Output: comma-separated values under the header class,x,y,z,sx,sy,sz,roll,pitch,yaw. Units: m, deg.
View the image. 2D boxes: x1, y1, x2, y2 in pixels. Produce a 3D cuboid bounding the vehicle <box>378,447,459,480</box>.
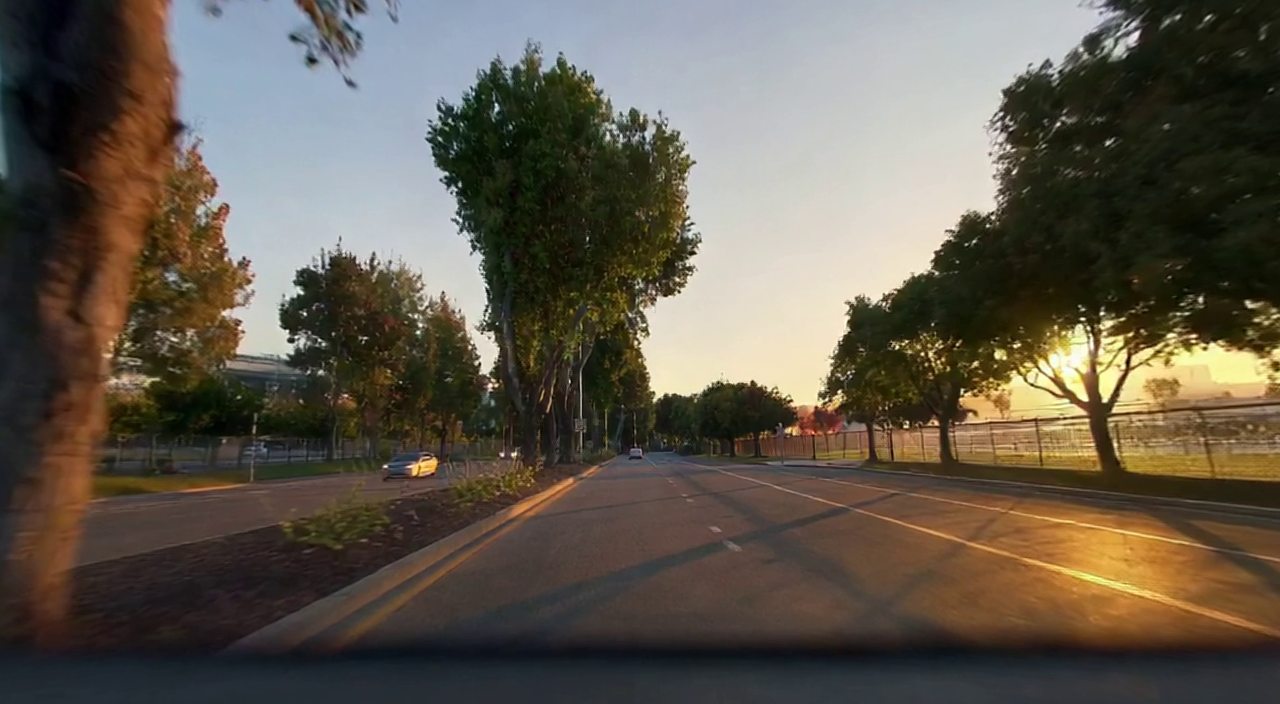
class,x,y,z,sx,sy,sz,roll,pitch,yaw
vehicle,-10.803,5.461,31.202,2.173,1.460,4.661,-1,-8,2
